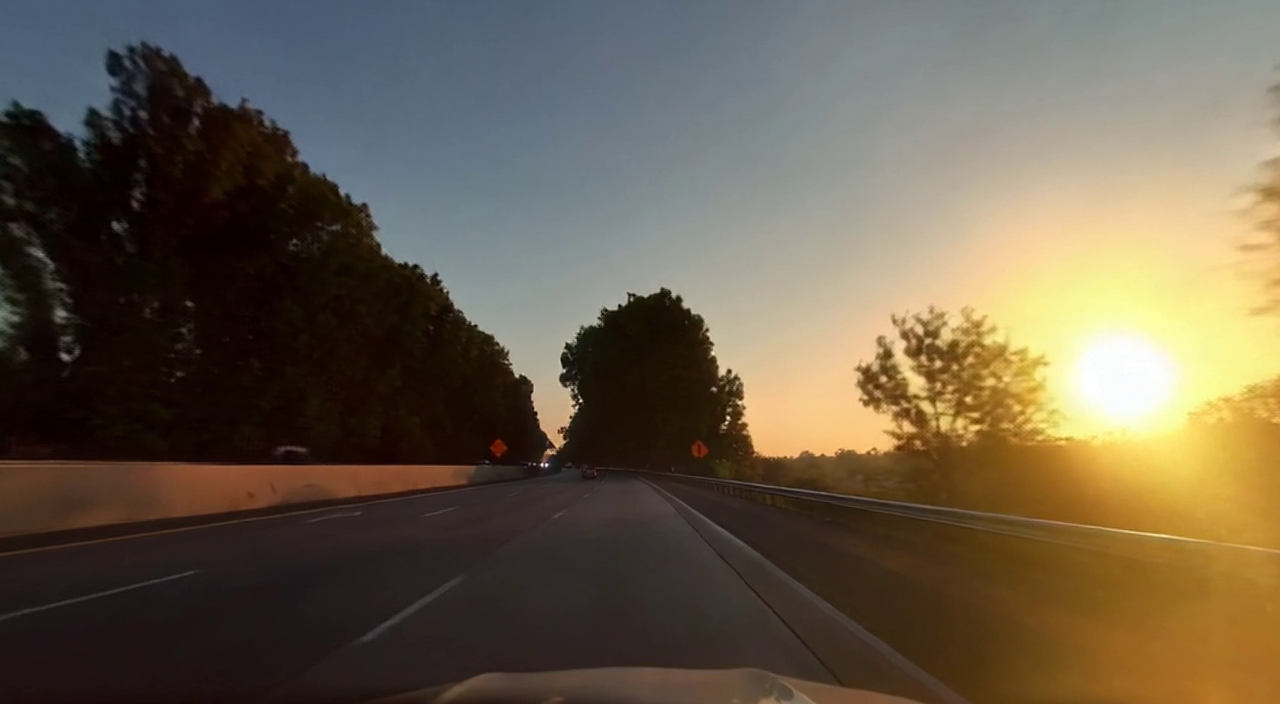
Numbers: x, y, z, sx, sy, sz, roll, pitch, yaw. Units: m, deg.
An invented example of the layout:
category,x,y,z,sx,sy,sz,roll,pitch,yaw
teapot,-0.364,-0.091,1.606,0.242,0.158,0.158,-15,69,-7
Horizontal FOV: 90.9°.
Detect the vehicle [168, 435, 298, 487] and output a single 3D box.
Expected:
category,x,y,z,sx,sy,sz,roll,pitch,yaw
vehicle,-16.680,4.560,26.219,2.120,1.902,4.900,1,-10,-1
